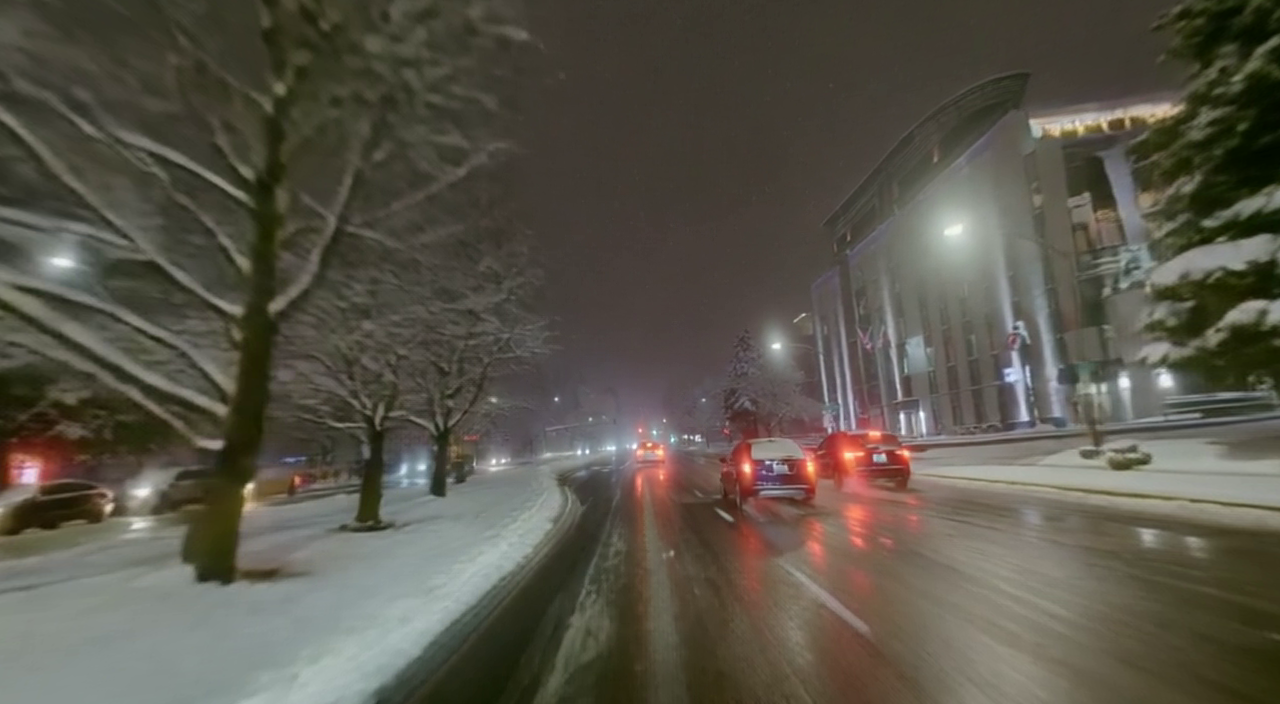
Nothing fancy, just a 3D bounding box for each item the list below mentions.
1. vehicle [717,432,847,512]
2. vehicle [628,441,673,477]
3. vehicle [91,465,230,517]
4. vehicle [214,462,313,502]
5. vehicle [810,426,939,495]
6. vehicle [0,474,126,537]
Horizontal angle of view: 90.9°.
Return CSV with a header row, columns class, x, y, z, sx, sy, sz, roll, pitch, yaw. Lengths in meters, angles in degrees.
class,x,y,z,sx,sy,sz,roll,pitch,yaw
vehicle,3.142,2.762,15.089,1.931,1.591,4.708,0,-8,-1
vehicle,0.441,5.337,31.783,2.125,1.669,3.880,0,-8,-1
vehicle,-18.766,5.427,24.985,2.049,1.678,4.376,0,-8,0
vehicle,-18.606,6.417,31.449,1.956,1.647,4.643,0,-8,1
vehicle,6.801,3.200,18.964,1.963,1.783,4.722,0,-8,-1
vehicle,-18.693,4.676,19.599,1.786,1.523,4.309,0,-8,-1
